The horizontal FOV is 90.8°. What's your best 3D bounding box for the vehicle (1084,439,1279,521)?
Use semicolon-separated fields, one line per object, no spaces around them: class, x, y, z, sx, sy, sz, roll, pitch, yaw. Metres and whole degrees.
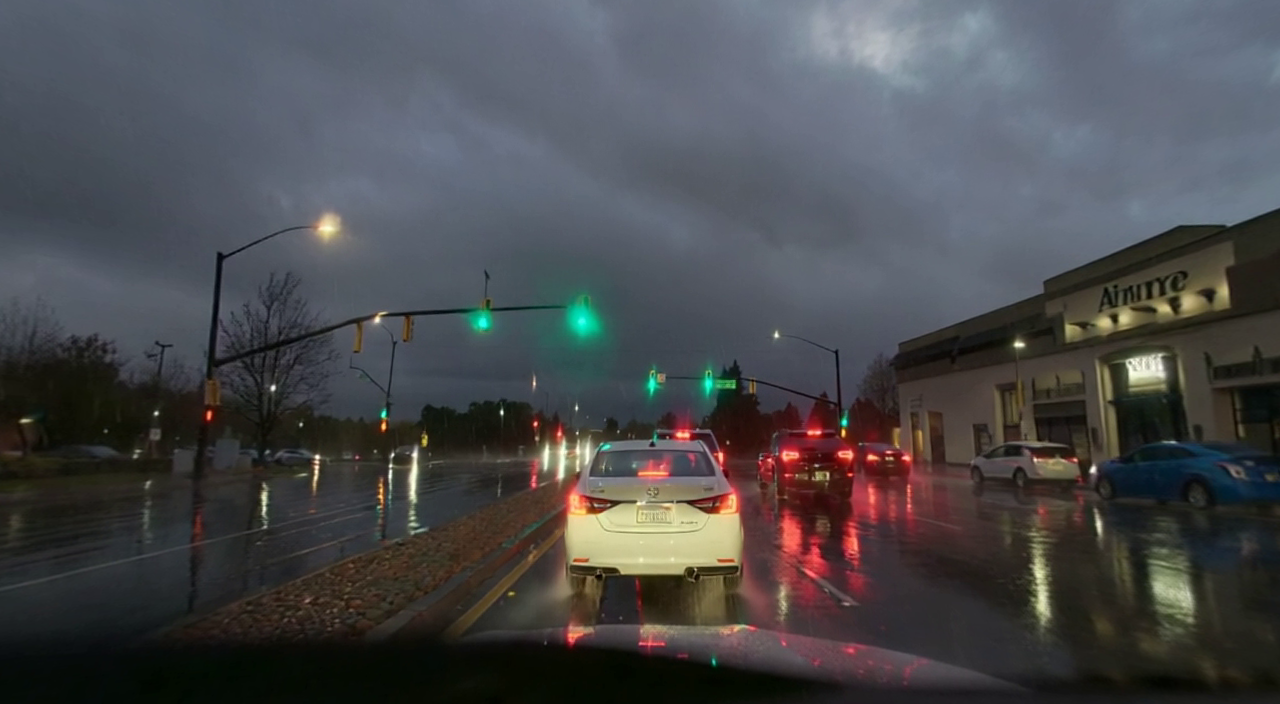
vehicle;14.193;3.101;15.961;2.235;1.721;5.230;0;-9;1

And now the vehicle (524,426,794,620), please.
vehicle;0.134;1.638;7.036;2.067;1.471;4.241;0;-9;0

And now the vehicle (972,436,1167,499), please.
vehicle;14.075;3.814;21.351;2.309;1.819;5.793;1;-9;-3
